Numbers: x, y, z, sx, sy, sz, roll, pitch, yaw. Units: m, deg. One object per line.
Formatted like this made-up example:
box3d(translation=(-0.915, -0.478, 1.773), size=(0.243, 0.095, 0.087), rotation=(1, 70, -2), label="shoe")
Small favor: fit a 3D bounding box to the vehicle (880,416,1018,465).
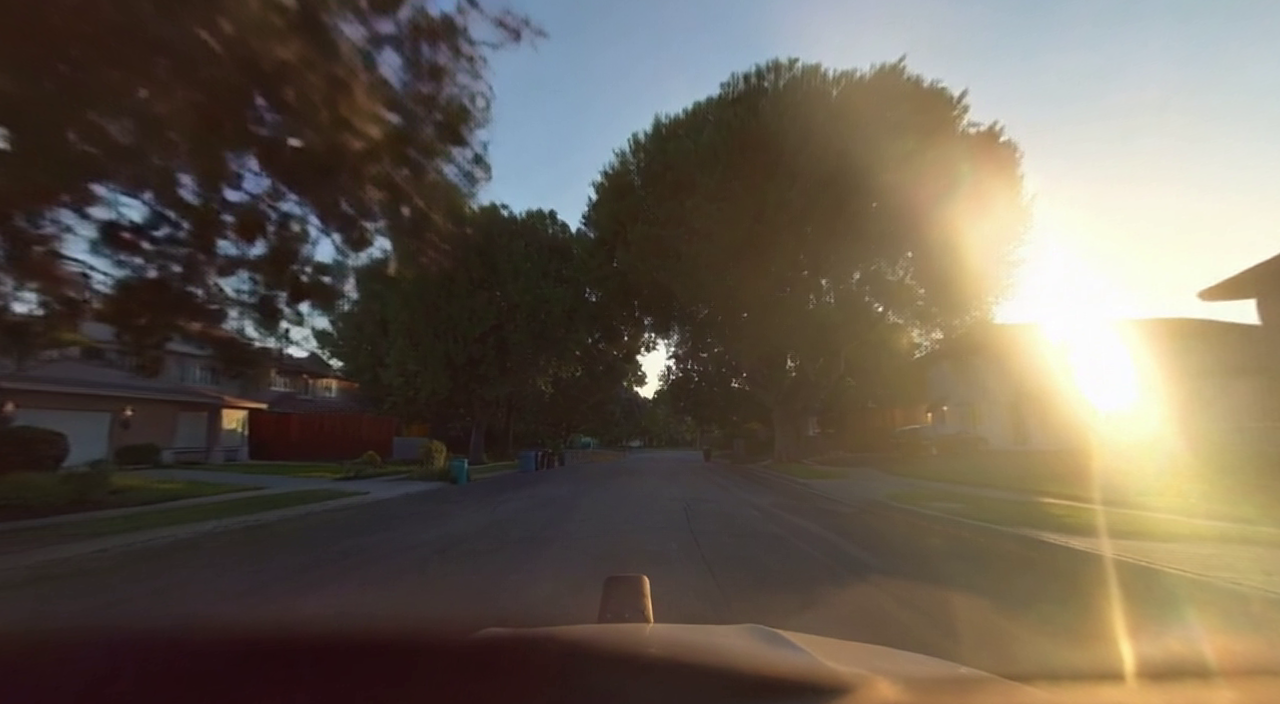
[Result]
box3d(translation=(12.534, 3.632, 25.737), size=(4.581, 1.853, 2.024), rotation=(2, -8, -7), label="vehicle")
